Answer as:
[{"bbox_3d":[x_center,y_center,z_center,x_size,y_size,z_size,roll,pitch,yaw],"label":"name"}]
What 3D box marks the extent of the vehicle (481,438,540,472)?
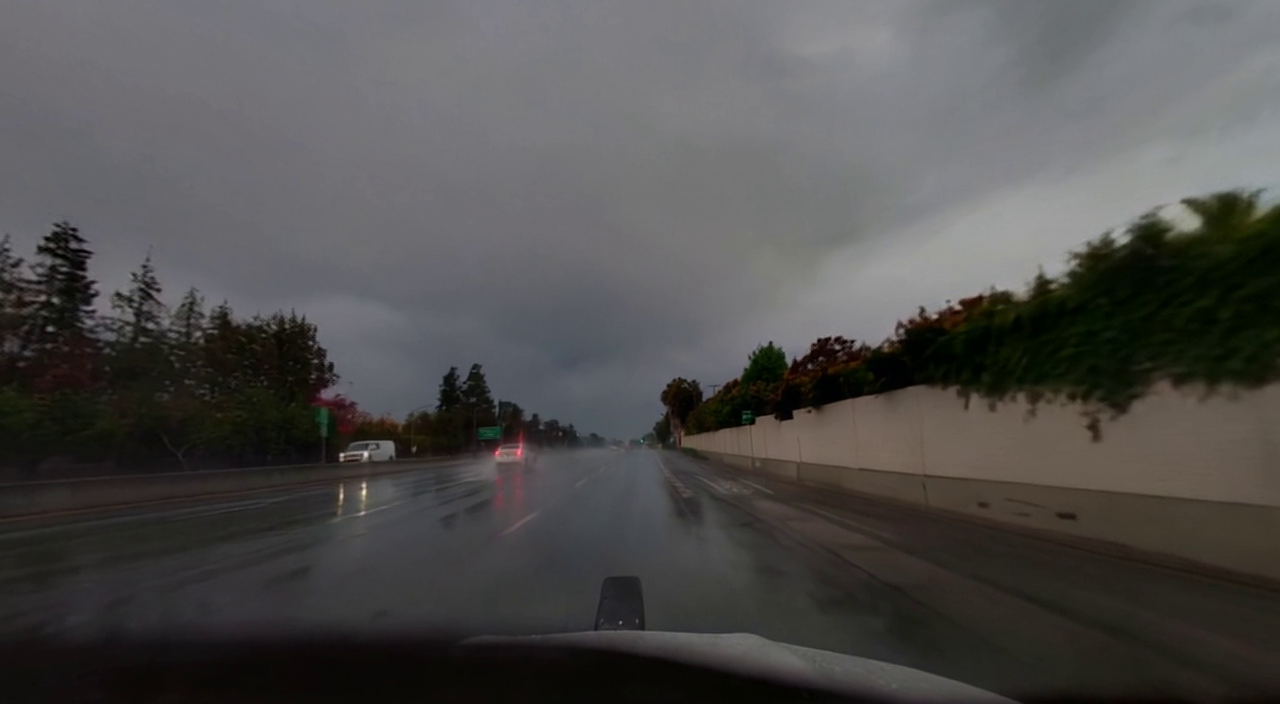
[{"bbox_3d":[-7.023,5.646,34.835,2.115,1.711,4.722,0,-9,2],"label":"vehicle"}]
